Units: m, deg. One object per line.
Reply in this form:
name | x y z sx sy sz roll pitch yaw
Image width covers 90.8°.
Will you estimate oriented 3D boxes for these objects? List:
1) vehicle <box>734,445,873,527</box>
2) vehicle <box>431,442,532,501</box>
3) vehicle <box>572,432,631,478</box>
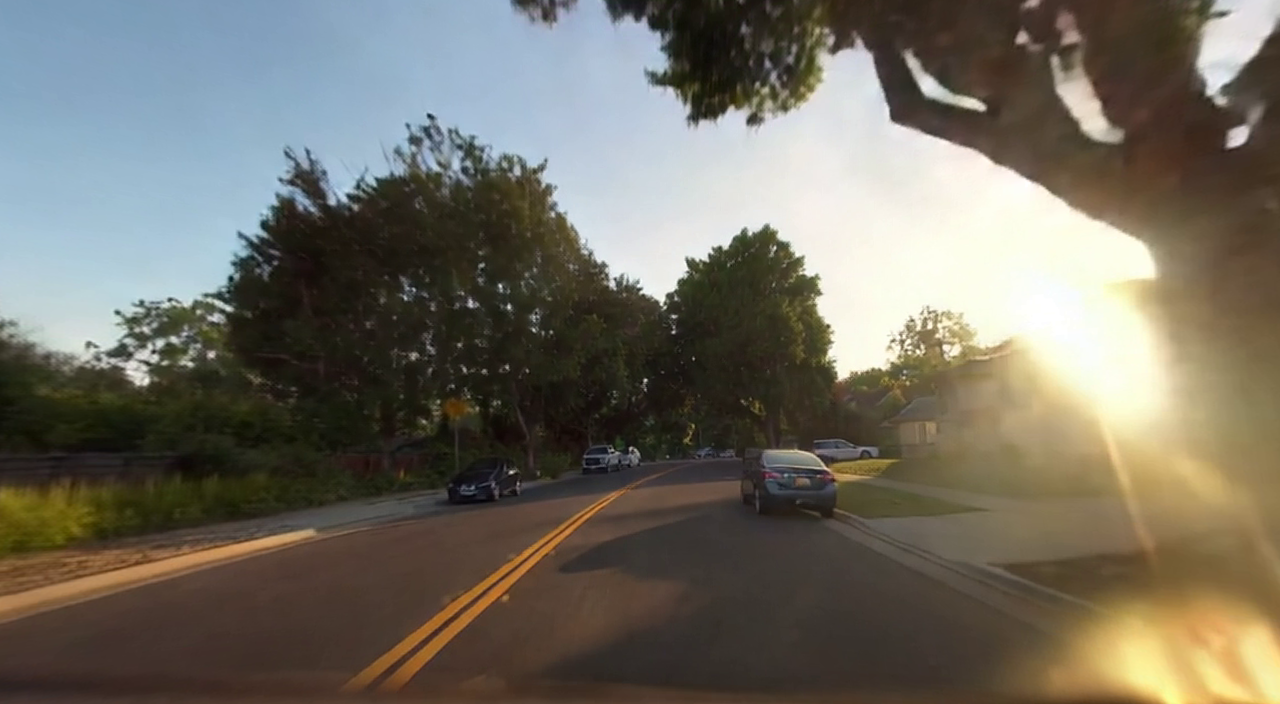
vehicle | 3.289 2.764 13.644 1.972 1.460 4.137 -1 -9 1
vehicle | -5.046 4.033 20.775 2.005 1.557 4.172 -3 -15 3
vehicle | -2.367 6.759 40.642 2.334 2.126 6.444 -6 -16 8
